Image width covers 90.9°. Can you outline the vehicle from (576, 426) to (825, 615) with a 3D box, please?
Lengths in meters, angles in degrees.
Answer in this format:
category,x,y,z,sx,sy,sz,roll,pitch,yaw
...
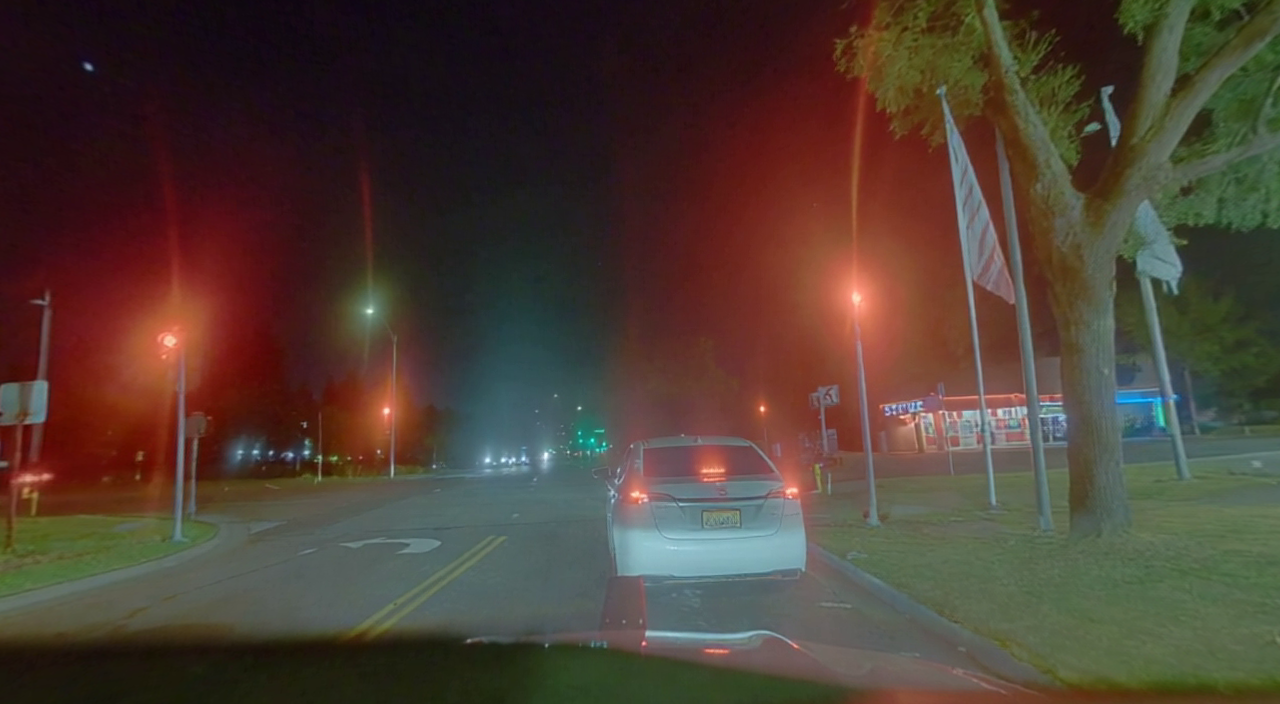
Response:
category,x,y,z,sx,sy,sz,roll,pitch,yaw
vehicle,0.386,1.620,6.892,1.985,1.463,3.647,0,-9,-3

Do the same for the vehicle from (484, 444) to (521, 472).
category,x,y,z,sx,sy,sz,roll,pitch,yaw
vehicle,-10.234,7.880,47.173,2.212,1.948,4.537,1,-9,-6
